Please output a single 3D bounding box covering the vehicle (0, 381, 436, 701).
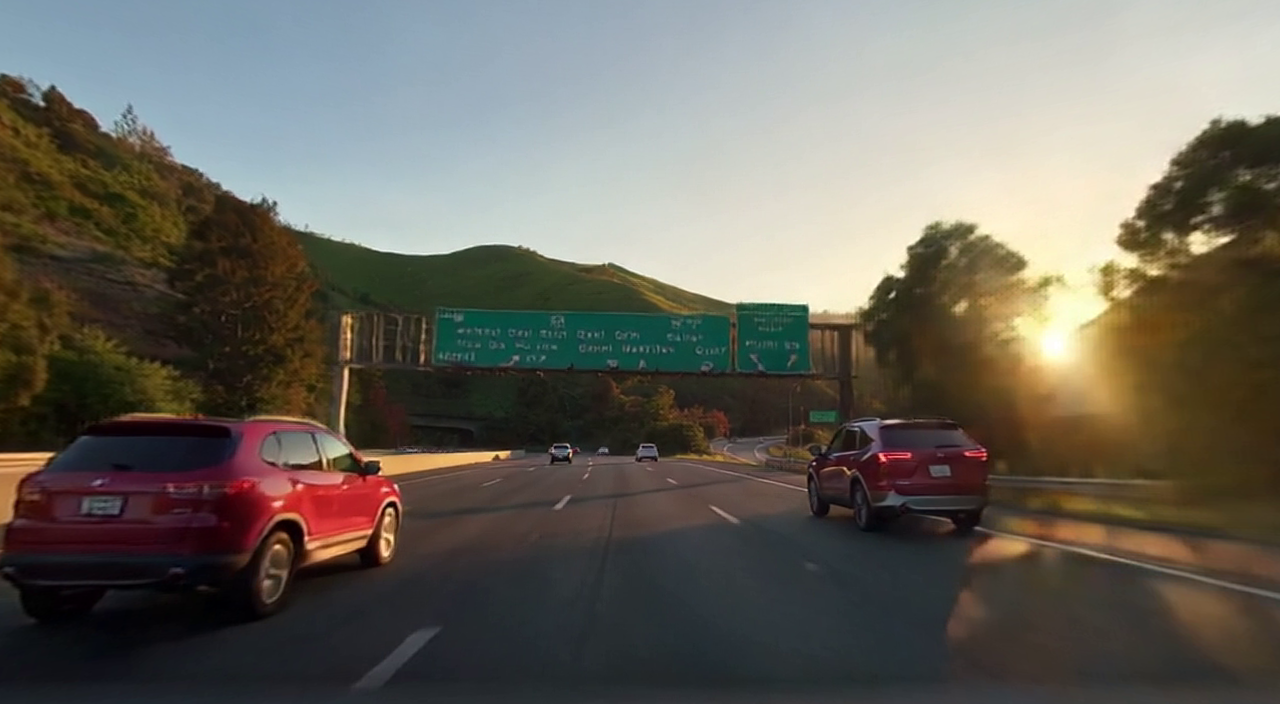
[{"bbox_3d":[-3.759,1.393,5.873,2.213,1.766,4.598,0,-9,0],"label":"vehicle"}]

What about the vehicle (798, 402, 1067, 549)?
[{"bbox_3d":[4.464,1.990,10.782,2.103,1.903,4.837,0,-9,-2],"label":"vehicle"}]
